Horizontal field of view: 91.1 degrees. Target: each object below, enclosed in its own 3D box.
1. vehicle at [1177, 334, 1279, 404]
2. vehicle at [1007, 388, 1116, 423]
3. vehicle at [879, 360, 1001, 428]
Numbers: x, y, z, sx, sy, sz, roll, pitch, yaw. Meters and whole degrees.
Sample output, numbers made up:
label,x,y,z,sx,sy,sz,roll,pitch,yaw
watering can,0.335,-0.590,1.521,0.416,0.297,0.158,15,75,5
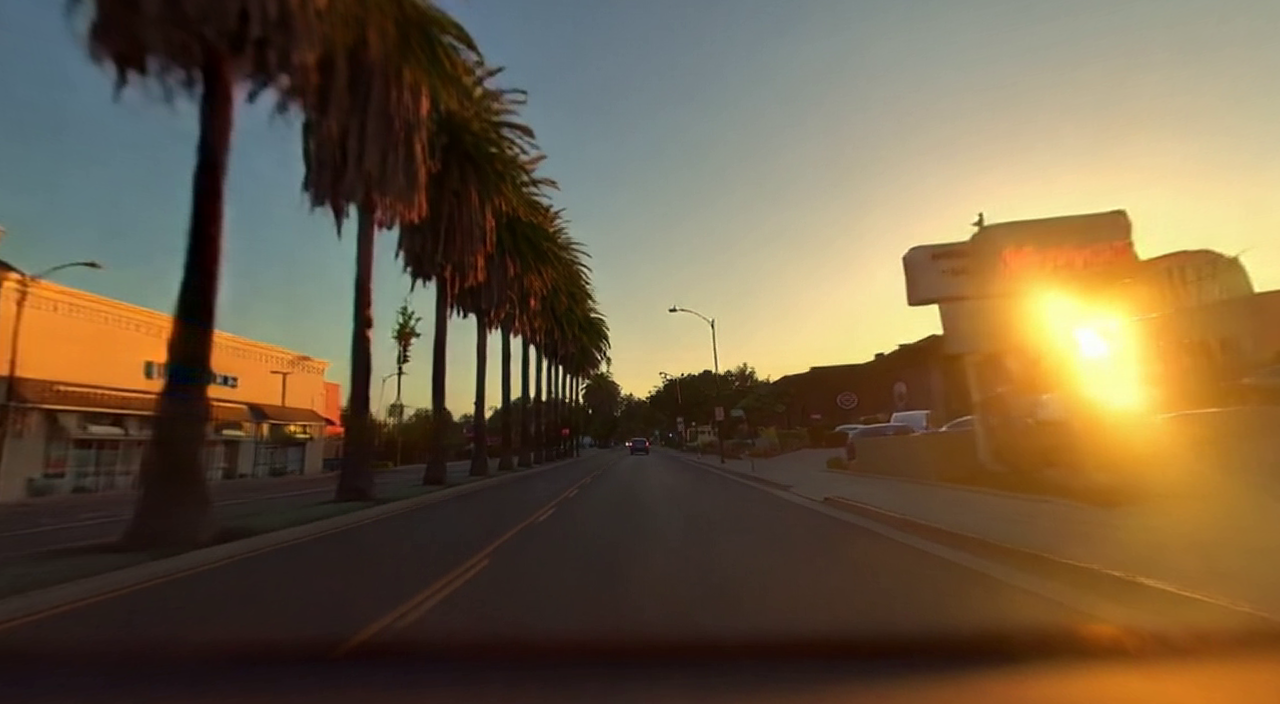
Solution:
label,x,y,z,sx,sy,sz,roll,pitch,yaw
vehicle,22.122,0.457,21.544,5.257,1.921,2.104,-14,-16,42
vehicle,23.354,3.019,34.977,4.630,1.473,1.702,-6,-13,17
vehicle,11.367,1.710,23.625,5.186,2.000,2.226,10,-12,-41
